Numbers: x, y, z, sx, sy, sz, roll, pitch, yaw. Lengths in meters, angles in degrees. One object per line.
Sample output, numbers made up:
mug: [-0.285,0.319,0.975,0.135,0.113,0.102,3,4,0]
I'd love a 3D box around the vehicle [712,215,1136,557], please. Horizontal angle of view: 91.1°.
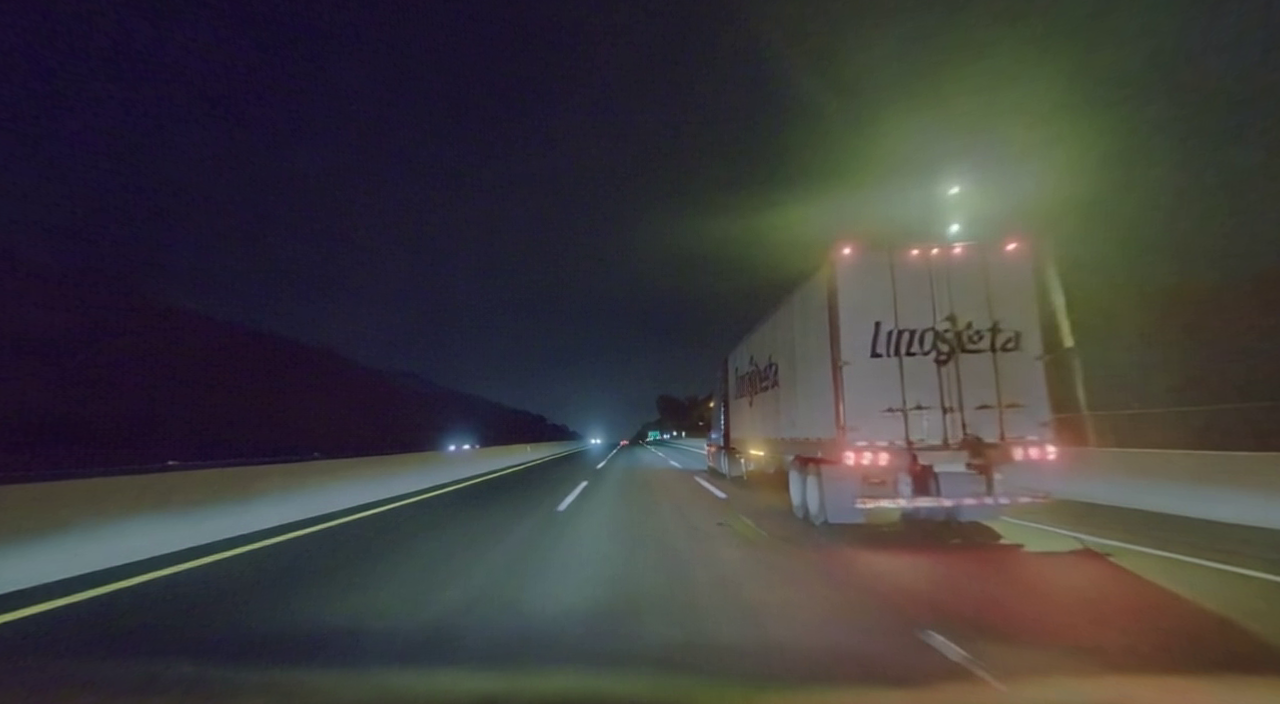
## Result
vehicle: [4.052,1.270,14.284,2.920,4.029,13.900,0,-8,-1]
